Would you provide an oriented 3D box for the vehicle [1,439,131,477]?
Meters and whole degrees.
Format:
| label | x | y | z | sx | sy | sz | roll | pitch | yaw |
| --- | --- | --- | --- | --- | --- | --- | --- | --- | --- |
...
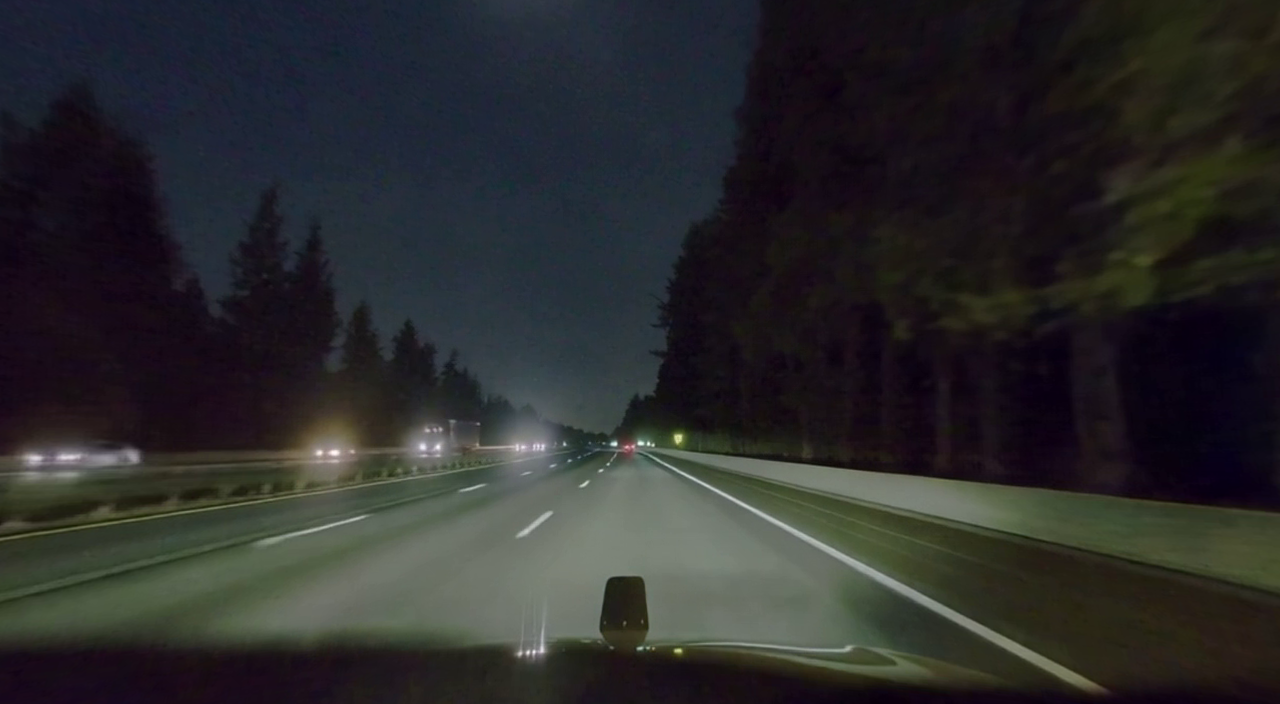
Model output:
| label | x | y | z | sx | sy | sz | roll | pitch | yaw |
| --- | --- | --- | --- | --- | --- | --- | --- | --- | --- |
| vehicle | -24.095 | 4.449 | 26.560 | 1.763 | 1.487 | 3.926 | 0 | -8 | 0 |

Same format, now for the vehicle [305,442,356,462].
| label | x | y | z | sx | sy | sz | roll | pitch | yaw |
| --- | --- | --- | --- | --- | --- | --- | --- | --- | --- |
| vehicle | -24.488 | 7.911 | 49.827 | 1.808 | 1.515 | 4.455 | 0 | -8 | -1 |
